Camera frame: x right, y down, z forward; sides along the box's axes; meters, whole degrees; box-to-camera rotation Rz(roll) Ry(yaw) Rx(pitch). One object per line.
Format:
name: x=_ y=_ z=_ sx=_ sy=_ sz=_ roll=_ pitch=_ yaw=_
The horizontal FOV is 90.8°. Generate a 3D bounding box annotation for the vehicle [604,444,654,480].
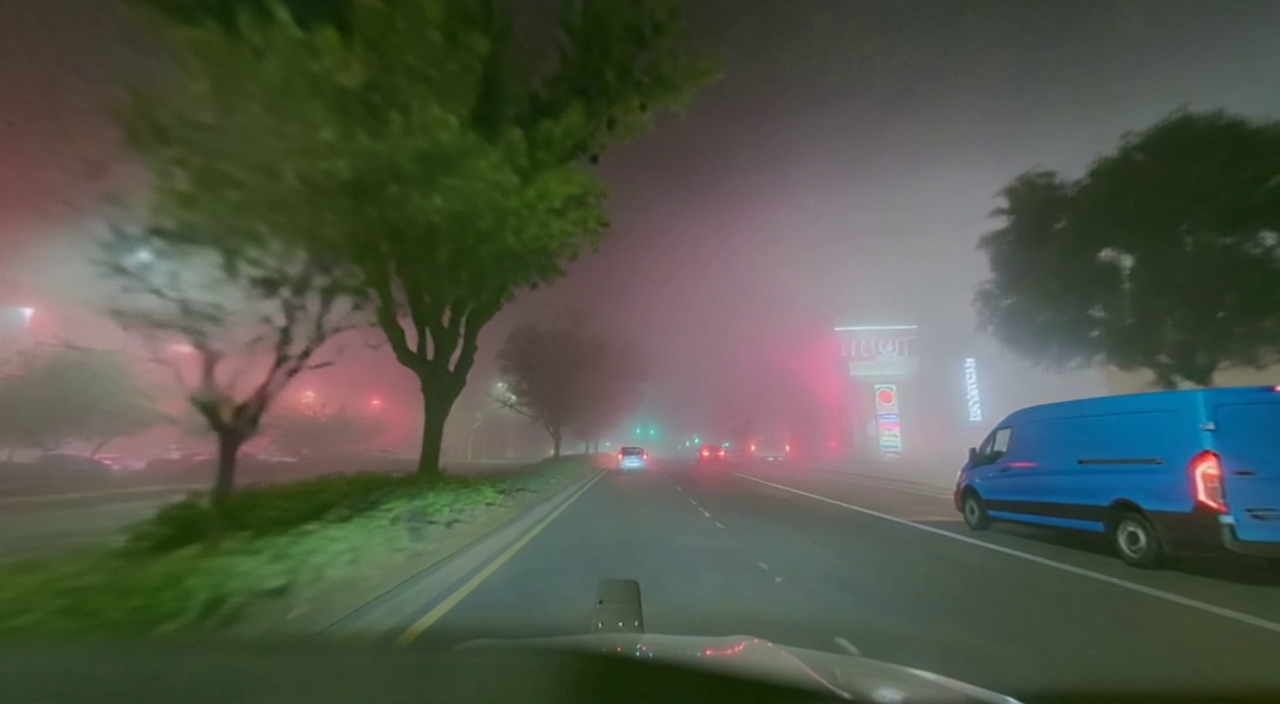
vehicle: x=-0.497 y=4.926 z=28.605 sx=2.095 sy=1.456 sz=3.873 roll=0 pitch=-8 yaw=-1

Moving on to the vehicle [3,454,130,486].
vehicle: x=-29.594 y=6.084 z=32.696 sx=4.761 sy=1.522 sz=1.968 roll=-1 pitch=-10 yaw=3

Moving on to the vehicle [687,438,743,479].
vehicle: x=3.358 y=4.837 z=29.008 sx=2.047 sy=1.711 sz=4.265 roll=0 pitch=-8 yaw=0

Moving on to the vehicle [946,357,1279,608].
vehicle: x=6.687 y=1.503 z=8.189 sx=2.573 sy=2.127 sz=5.568 roll=0 pitch=-8 yaw=0
